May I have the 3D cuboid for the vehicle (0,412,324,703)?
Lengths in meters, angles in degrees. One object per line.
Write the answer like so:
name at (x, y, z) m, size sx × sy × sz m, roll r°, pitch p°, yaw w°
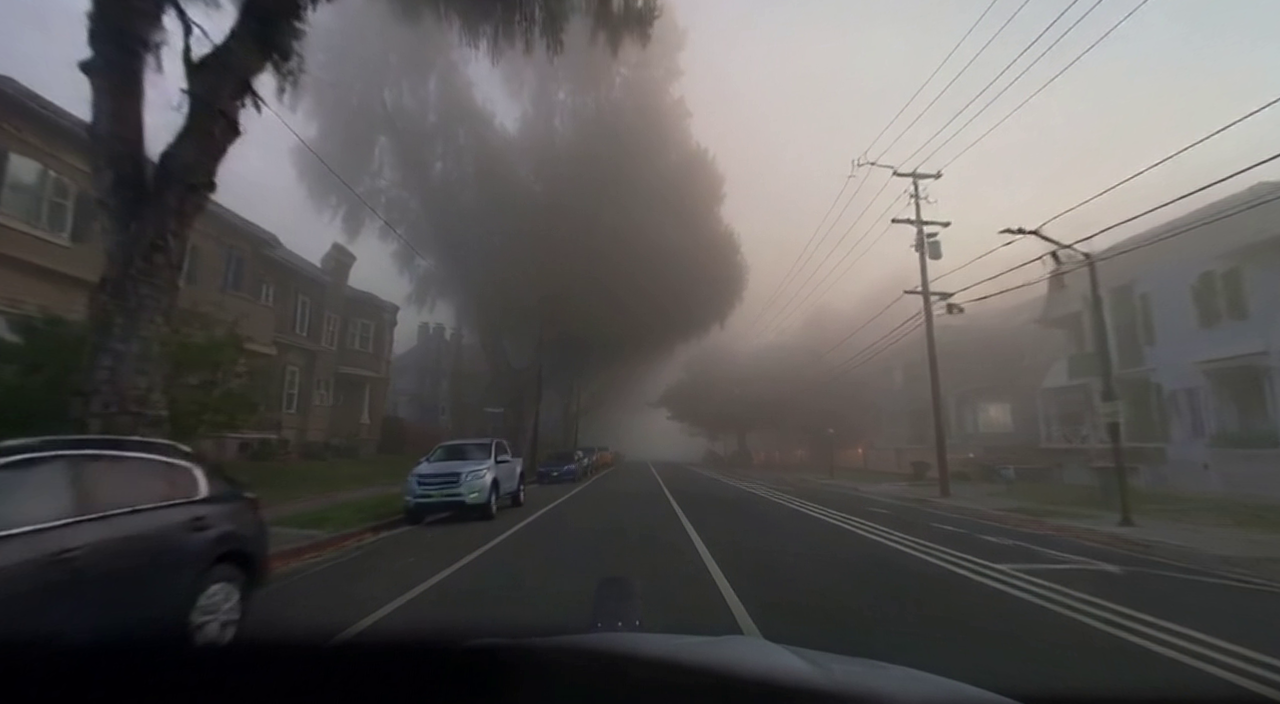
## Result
vehicle at (-3.621, 1.092, 2.992) m, size 1.825 × 1.542 × 4.715 m, roll -1°, pitch -8°, yaw 0°

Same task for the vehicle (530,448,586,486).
vehicle at (-3.705, 5.273, 29.328) m, size 1.917 × 1.516 × 4.898 m, roll -2°, pitch -9°, yaw 0°

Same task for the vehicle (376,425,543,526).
vehicle at (-3.865, 2.776, 14.865) m, size 2.189 × 1.887 × 5.616 m, roll -1°, pitch -9°, yaw 1°
